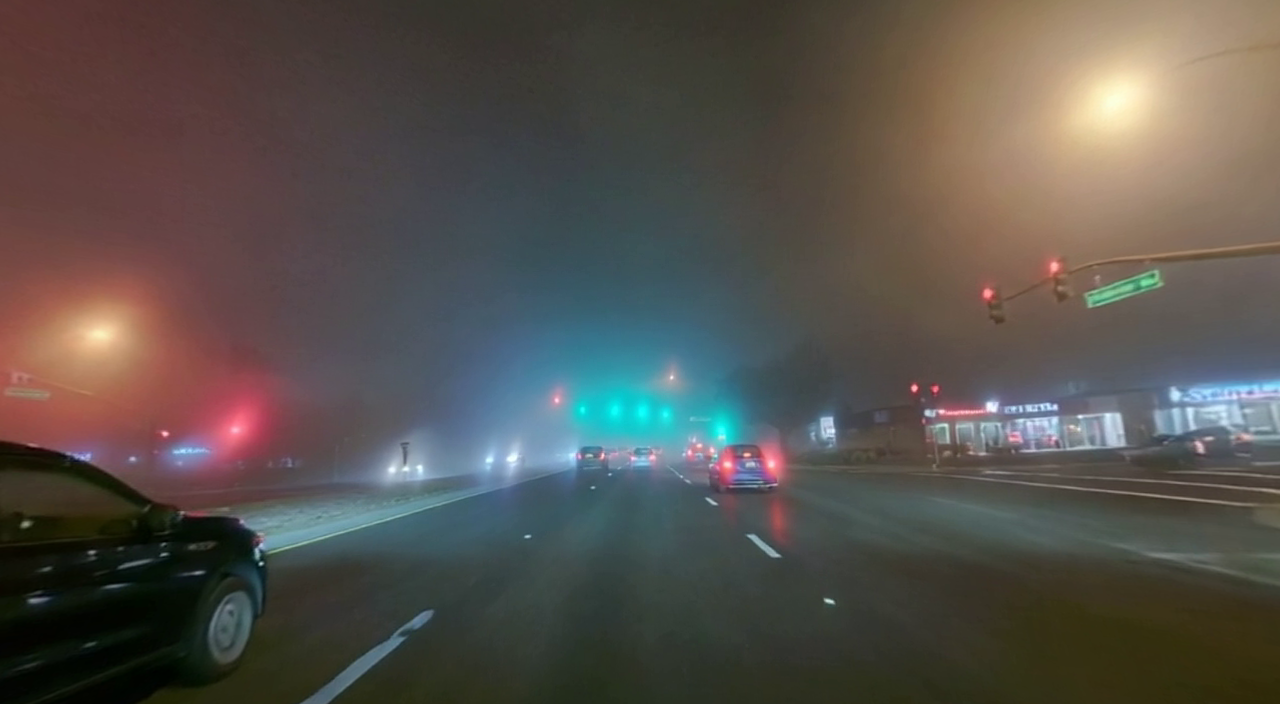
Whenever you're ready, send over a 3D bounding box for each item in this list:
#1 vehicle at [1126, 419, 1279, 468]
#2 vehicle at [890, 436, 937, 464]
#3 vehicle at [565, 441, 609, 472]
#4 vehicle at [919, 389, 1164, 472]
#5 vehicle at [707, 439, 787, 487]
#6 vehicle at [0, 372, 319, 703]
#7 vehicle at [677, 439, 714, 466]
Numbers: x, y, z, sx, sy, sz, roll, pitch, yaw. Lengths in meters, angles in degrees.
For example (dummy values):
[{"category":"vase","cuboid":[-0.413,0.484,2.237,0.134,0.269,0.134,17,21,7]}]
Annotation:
[{"category":"vehicle","cuboid":[23.831,3.775,26.180,5.428,1.629,2.013,-4,-8,1]},{"category":"vehicle","cuboid":[14.379,5.134,32.987,1.920,1.346,4.247,-5,-9,27]},{"category":"vehicle","cuboid":[-2.796,5.650,34.306,2.003,1.509,4.396,0,-8,0]},{"category":"vehicle","cuboid":[16.752,3.388,26.936,8.201,3.281,2.759,-2,-8,7]},{"category":"vehicle","cuboid":[3.556,3.768,21.742,1.972,1.452,4.189,0,-8,-1]},{"category":"vehicle","cuboid":[-3.153,0.785,1.703,2.024,1.529,4.741,0,-8,1]},{"category":"vehicle","cuboid":[3.646,6.638,41.821,2.050,1.683,3.990,0,-8,-1]}]
